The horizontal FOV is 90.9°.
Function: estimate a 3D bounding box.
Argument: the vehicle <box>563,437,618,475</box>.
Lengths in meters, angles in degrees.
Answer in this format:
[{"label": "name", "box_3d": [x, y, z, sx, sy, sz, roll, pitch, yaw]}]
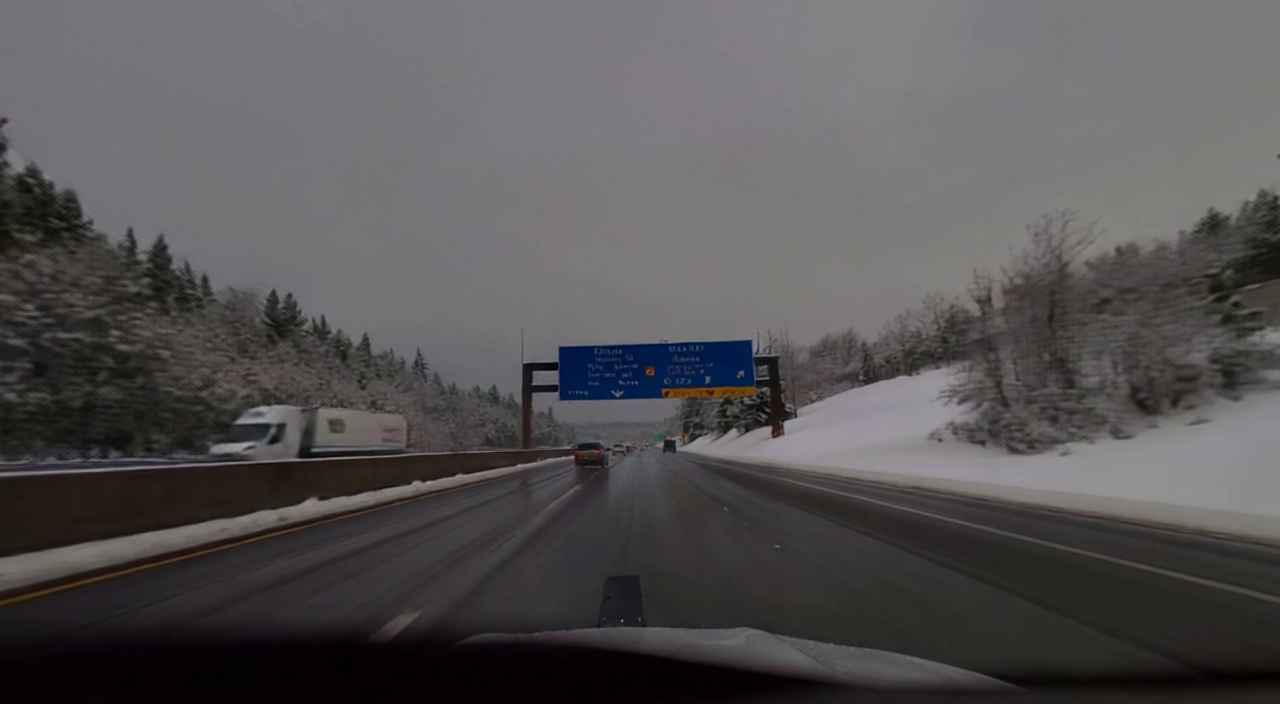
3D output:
[{"label": "vehicle", "box_3d": [-2.265, 4.942, 30.011, 2.183, 1.662, 3.968, 0, -9, 1]}]

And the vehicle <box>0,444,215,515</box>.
[{"label": "vehicle", "box_3d": [-12.282, 2.885, 14.738, 1.869, 1.414, 4.059, 0, -9, -1]}]

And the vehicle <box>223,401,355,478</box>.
[{"label": "vehicle", "box_3d": [-20.264, 5.165, 37.008, 3.882, 4.112, 6.304, 0, -9, 0]}]
